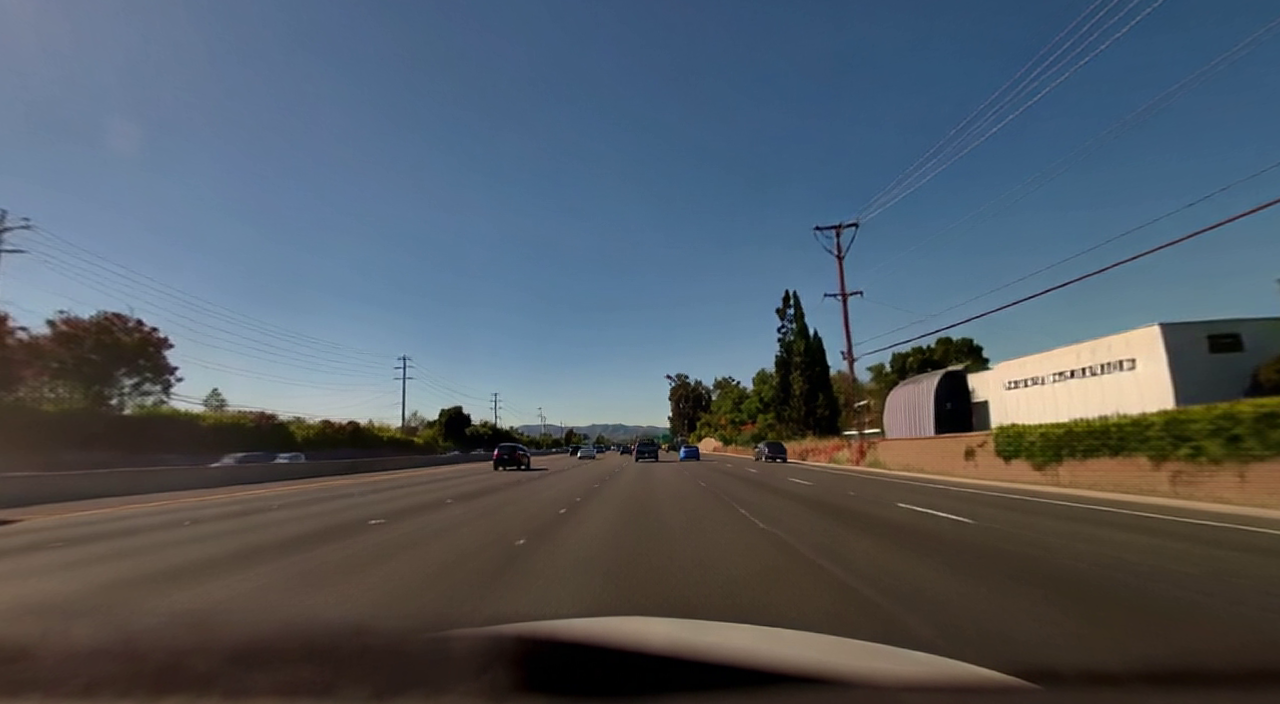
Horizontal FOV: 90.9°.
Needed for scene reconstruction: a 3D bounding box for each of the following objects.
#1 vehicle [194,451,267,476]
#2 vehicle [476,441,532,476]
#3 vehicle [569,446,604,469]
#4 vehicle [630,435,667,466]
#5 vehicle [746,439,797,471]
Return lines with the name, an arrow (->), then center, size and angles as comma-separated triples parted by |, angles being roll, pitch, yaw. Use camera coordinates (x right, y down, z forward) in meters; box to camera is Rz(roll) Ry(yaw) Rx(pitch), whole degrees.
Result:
vehicle -> -29.708, 8.078, 45.910 | 1.977, 1.604, 4.810 | -1, -9, 1
vehicle -> -7.221, 5.705, 33.885 | 2.007, 1.732, 4.395 | -1, -9, 1
vehicle -> -3.671, 7.311, 43.917 | 1.979, 1.469, 4.378 | 0, -9, 0
vehicle -> 0.605, 7.489, 47.893 | 2.622, 2.208, 5.320 | 0, -9, -1
vehicle -> 7.492, 5.925, 36.409 | 1.937, 1.698, 4.322 | 0, -9, -1
